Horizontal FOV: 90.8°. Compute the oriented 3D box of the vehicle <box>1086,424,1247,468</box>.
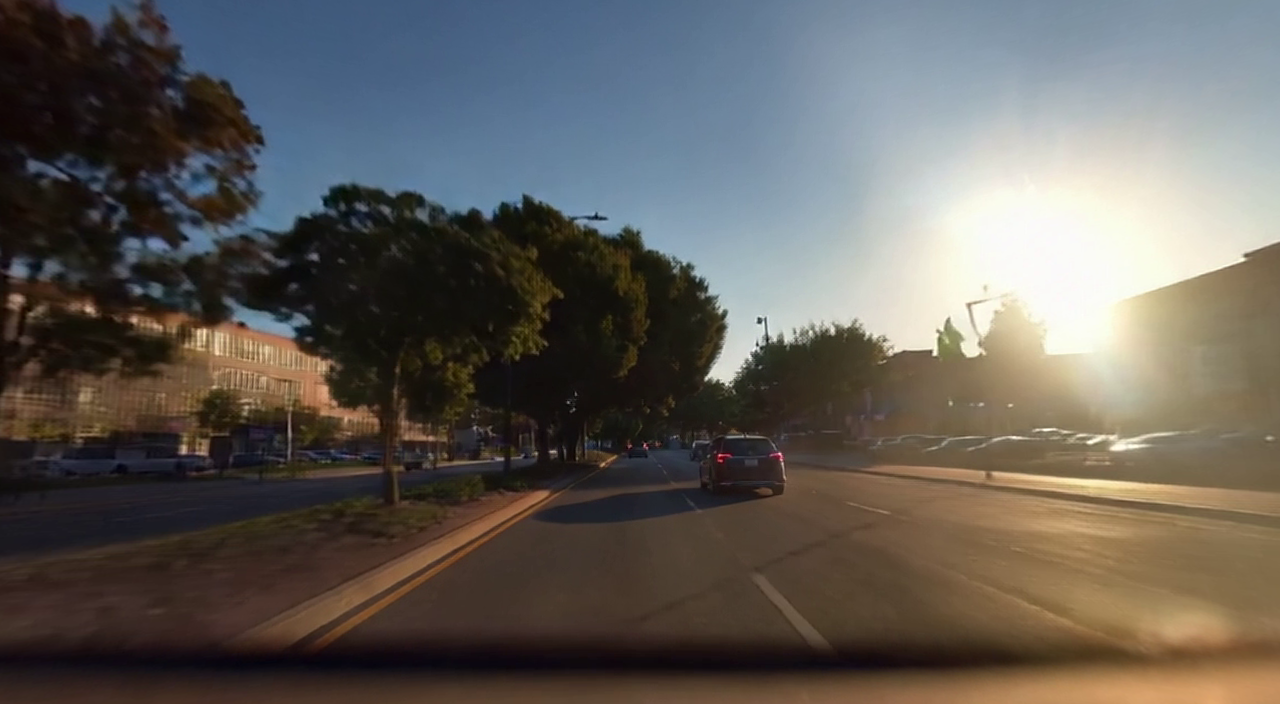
[{"bbox_3d":[19.793,3.562,23.917,4.227,1.567,2.034,0,-9,1],"label":"vehicle"}]

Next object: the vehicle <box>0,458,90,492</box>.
[{"bbox_3d":[-29.040,5.756,29.683,4.583,1.531,1.845,0,-9,0],"label":"vehicle"}]

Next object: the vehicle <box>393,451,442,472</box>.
[{"bbox_3d":[-16.505,8.147,47.122,1.955,1.428,4.606,0,-9,0],"label":"vehicle"}]

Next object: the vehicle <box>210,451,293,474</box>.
[{"bbox_3d":[-29.877,8.499,48.718,4.941,1.444,2.122,-2,-9,-3],"label":"vehicle"}]

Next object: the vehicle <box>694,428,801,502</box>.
[{"bbox_3d":[2.648,2.920,16.657,1.963,1.677,4.229,0,-9,-1],"label":"vehicle"}]

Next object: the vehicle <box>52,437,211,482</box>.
[{"bbox_3d":[-30.474,6.430,38.102,6.938,2.556,2.792,0,-9,-3],"label":"vehicle"}]

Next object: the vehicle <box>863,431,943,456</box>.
[{"bbox_3d":[19.602,6.834,47.263,4.975,1.786,2.223,-1,-9,3],"label":"vehicle"}]

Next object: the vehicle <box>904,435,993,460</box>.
[{"bbox_3d":[19.075,5.938,39.200,4.418,1.461,2.002,0,-9,-3],"label":"vehicle"}]

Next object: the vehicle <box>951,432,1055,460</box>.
[{"bbox_3d":[19.858,5.161,34.708,4.518,1.501,1.902,0,-8,0],"label":"vehicle"}]
